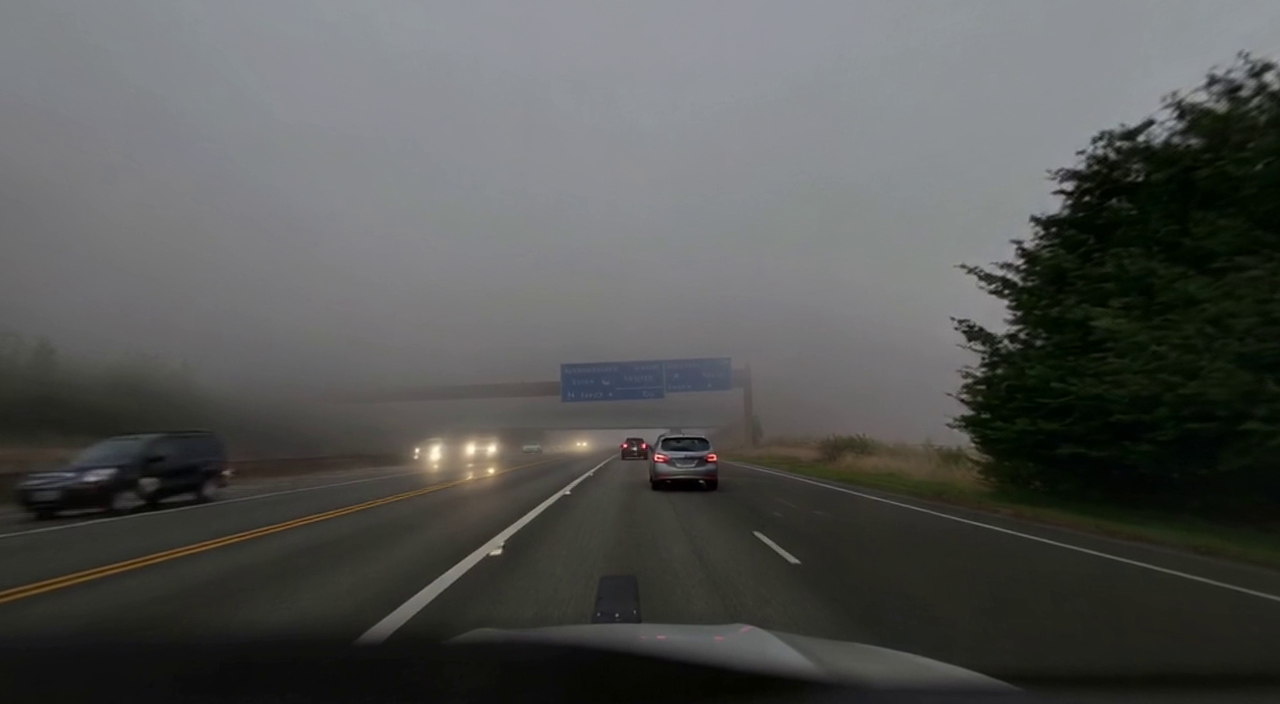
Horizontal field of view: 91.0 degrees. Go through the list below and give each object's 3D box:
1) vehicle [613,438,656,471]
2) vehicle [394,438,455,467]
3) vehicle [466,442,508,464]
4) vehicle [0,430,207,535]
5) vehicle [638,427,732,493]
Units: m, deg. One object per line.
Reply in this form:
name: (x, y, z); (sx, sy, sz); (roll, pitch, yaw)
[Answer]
vehicle: (-0.280, 4.926, 30.585); (1.968, 1.482, 3.586); (0, -8, -1)
vehicle: (-15.399, 7.190, 45.370); (2.454, 1.868, 5.753); (-1, -8, 0)
vehicle: (-11.601, 7.618, 47.916); (2.044, 1.502, 4.700); (-2, -8, 0)
vehicle: (-11.047, 2.441, 12.371); (2.012, 1.680, 4.360); (-1, -8, -1)
vehicle: (1.147, 3.032, 18.092); (2.092, 1.636, 4.024); (0, -8, -5)
